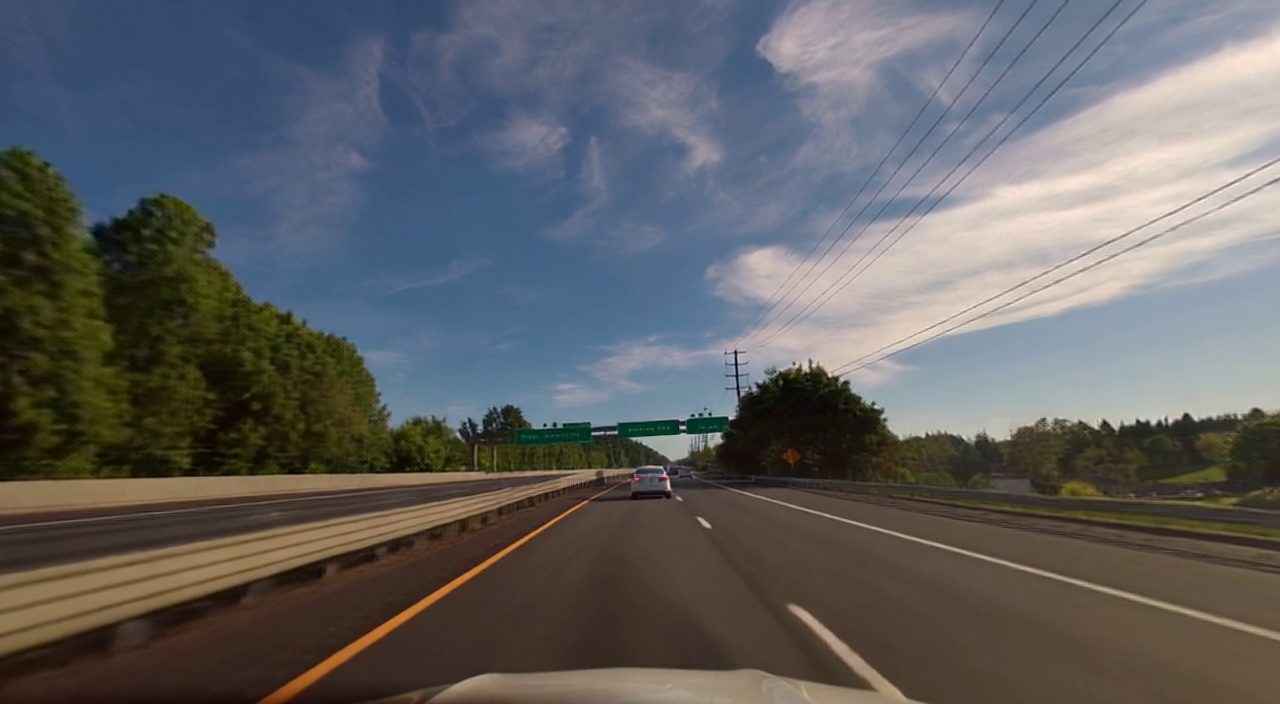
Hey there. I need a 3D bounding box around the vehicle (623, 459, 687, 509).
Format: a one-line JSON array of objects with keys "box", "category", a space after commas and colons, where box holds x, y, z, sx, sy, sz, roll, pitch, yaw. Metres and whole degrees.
[{"box": [0.480, 4.430, 21.417, 1.987, 1.480, 3.786, 1, -10, 0], "category": "vehicle"}]
